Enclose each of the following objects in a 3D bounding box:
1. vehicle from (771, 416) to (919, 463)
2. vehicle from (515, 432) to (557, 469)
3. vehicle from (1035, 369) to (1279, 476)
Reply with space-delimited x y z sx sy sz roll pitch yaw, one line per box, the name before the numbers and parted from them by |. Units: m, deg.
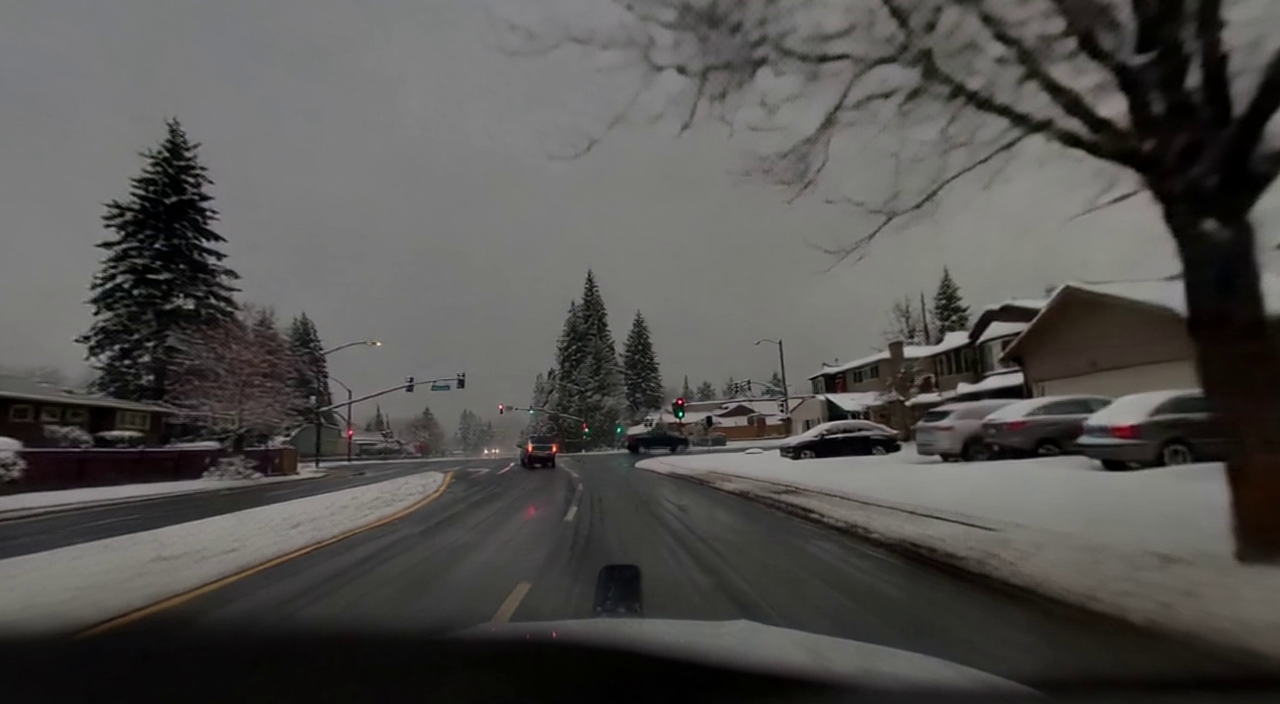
vehicle | 7.374 3.191 23.008 4.663 1.618 1.962 1 -8 -7
vehicle | -5.461 5.212 33.582 2.041 1.834 4.679 1 -8 -8
vehicle | 9.697 1.224 10.820 4.590 1.648 1.876 0 -8 -3
